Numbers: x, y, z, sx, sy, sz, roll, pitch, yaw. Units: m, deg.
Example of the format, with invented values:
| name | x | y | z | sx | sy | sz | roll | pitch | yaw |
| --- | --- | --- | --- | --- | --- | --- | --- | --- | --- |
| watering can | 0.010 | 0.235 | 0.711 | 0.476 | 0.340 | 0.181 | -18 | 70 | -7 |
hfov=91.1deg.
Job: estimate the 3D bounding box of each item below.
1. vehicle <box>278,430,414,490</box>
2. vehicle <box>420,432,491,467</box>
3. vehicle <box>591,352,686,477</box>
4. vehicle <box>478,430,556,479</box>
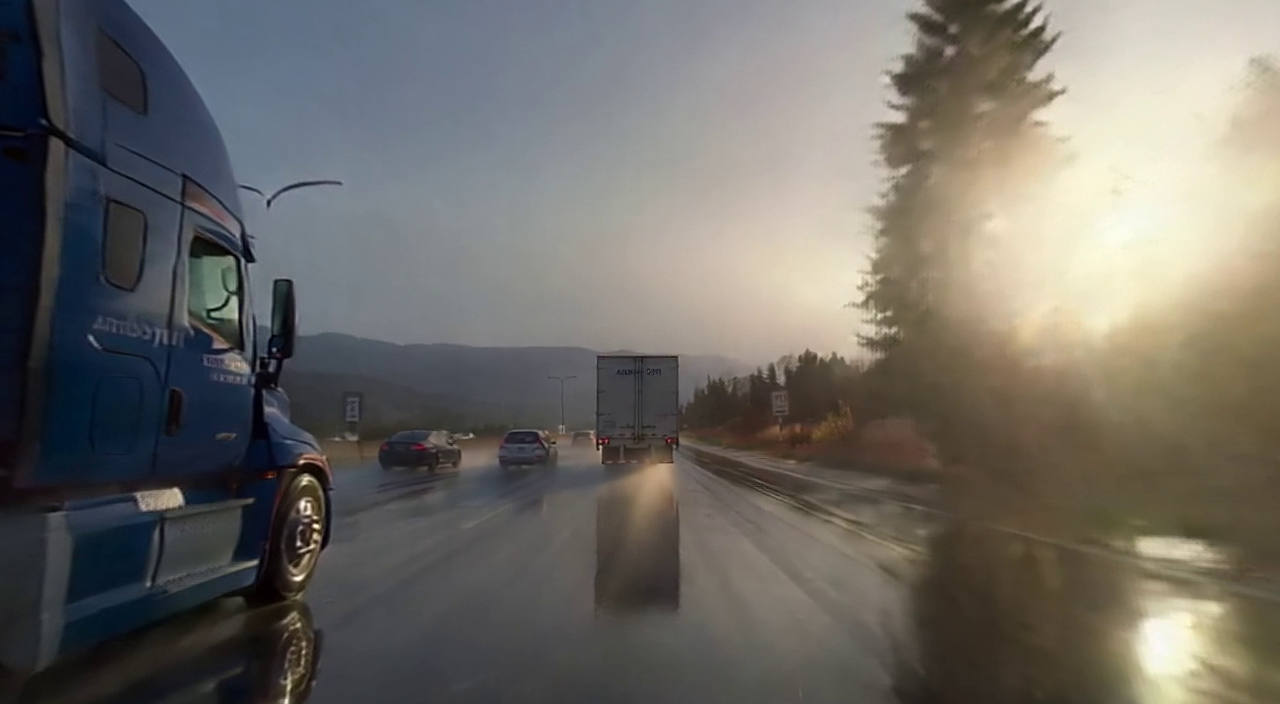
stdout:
| name | x | y | z | sx | sy | sz | roll | pitch | yaw |
| --- | --- | --- | --- | --- | --- | --- | --- | --- | --- |
| vehicle | -8.123 | 2.989 | 17.832 | 1.943 | 1.500 | 4.011 | 0 | -8 | -1 |
| vehicle | -8.551 | 4.552 | 29.599 | 1.976 | 1.510 | 4.604 | 0 | -8 | -1 |
| vehicle | -0.188 | 2.754 | 26.166 | 3.118 | 4.106 | 10.719 | 0 | -8 | -2 |
| vehicle | -4.068 | 3.434 | 21.410 | 1.933 | 1.492 | 3.838 | 0 | -8 | 0 |
